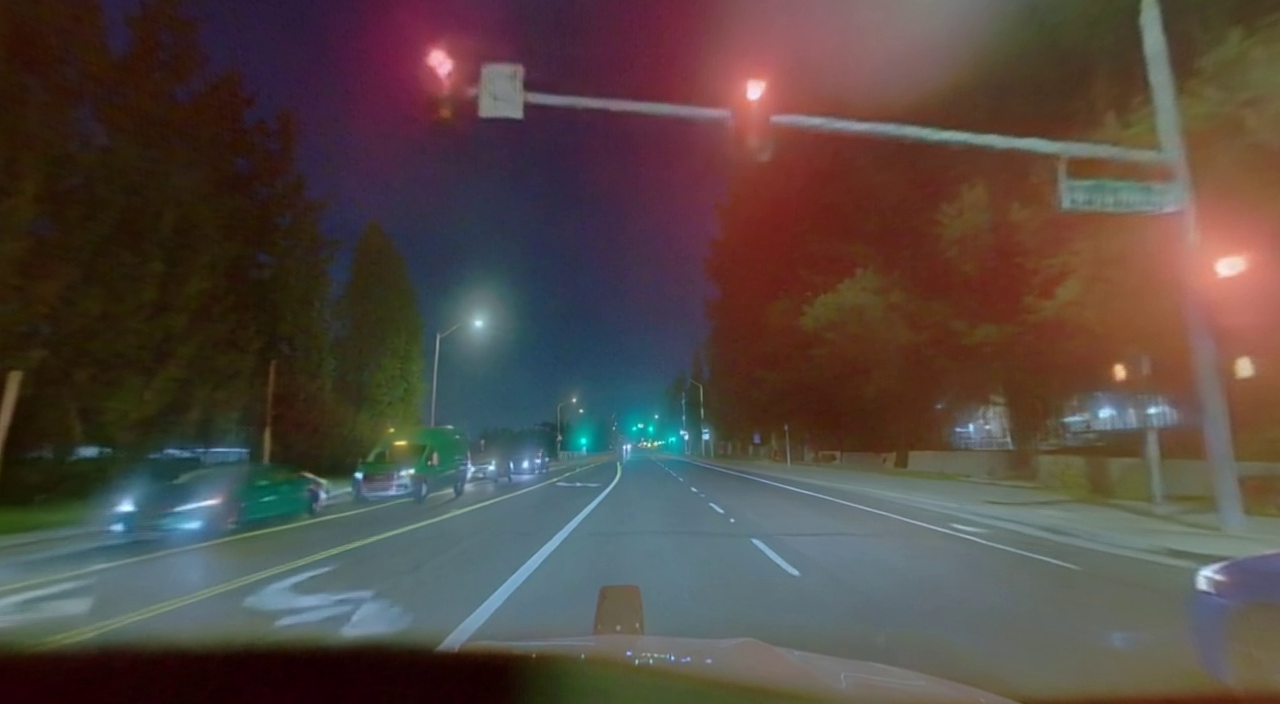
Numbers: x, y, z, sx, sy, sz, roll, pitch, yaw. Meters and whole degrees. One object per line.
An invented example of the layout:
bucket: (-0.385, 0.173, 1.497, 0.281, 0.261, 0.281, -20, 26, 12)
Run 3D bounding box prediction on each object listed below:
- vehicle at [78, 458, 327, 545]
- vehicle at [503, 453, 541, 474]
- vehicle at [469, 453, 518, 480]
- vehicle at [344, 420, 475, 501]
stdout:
vehicle: (-9.081, 3.100, 13.781, 2.190, 1.455, 4.516, 0, -9, 0)
vehicle: (-8.810, 8.366, 47.512, 1.940, 1.452, 4.441, -1, -9, 1)
vehicle: (-8.861, 6.943, 38.567, 1.959, 1.469, 4.369, 0, -9, 0)
vehicle: (-8.805, 4.222, 25.089, 2.617, 2.736, 6.621, 0, -9, 0)
